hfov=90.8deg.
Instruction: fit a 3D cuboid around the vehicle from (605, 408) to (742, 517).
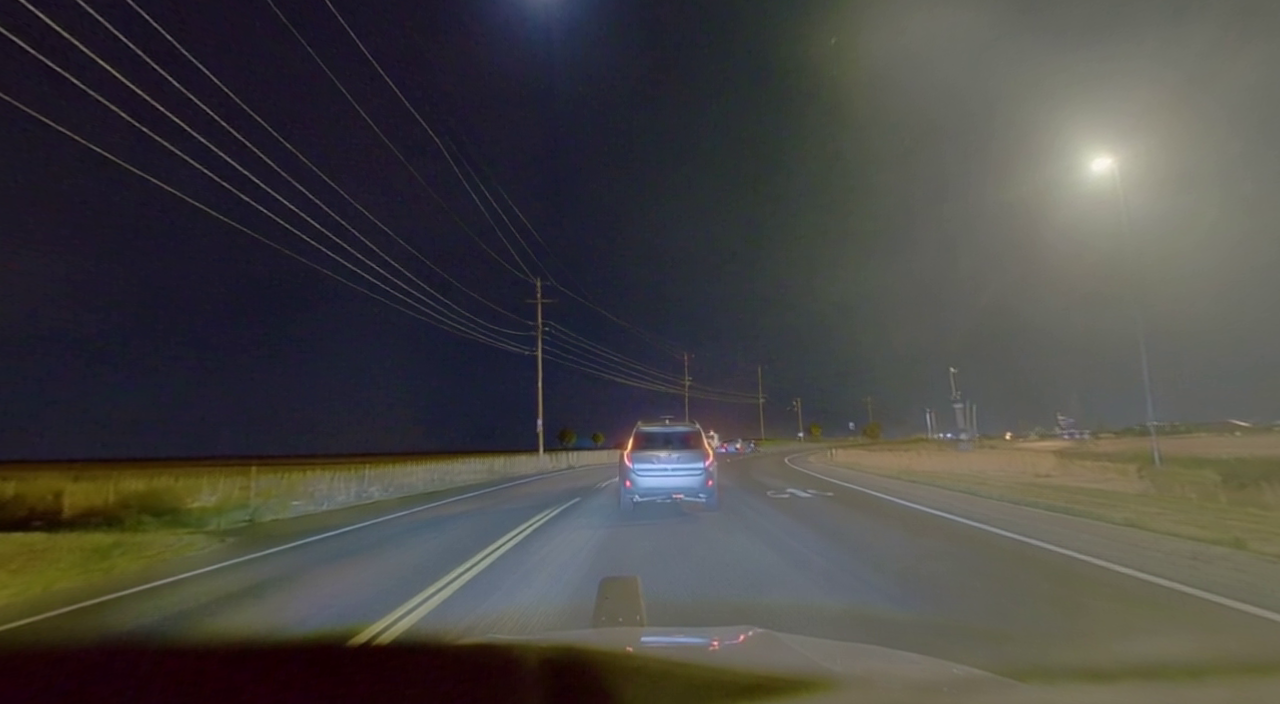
[{"bbox_3d":[0.644,2.255,13.291,2.364,1.859,4.538,0,-8,2],"label":"vehicle"}]
